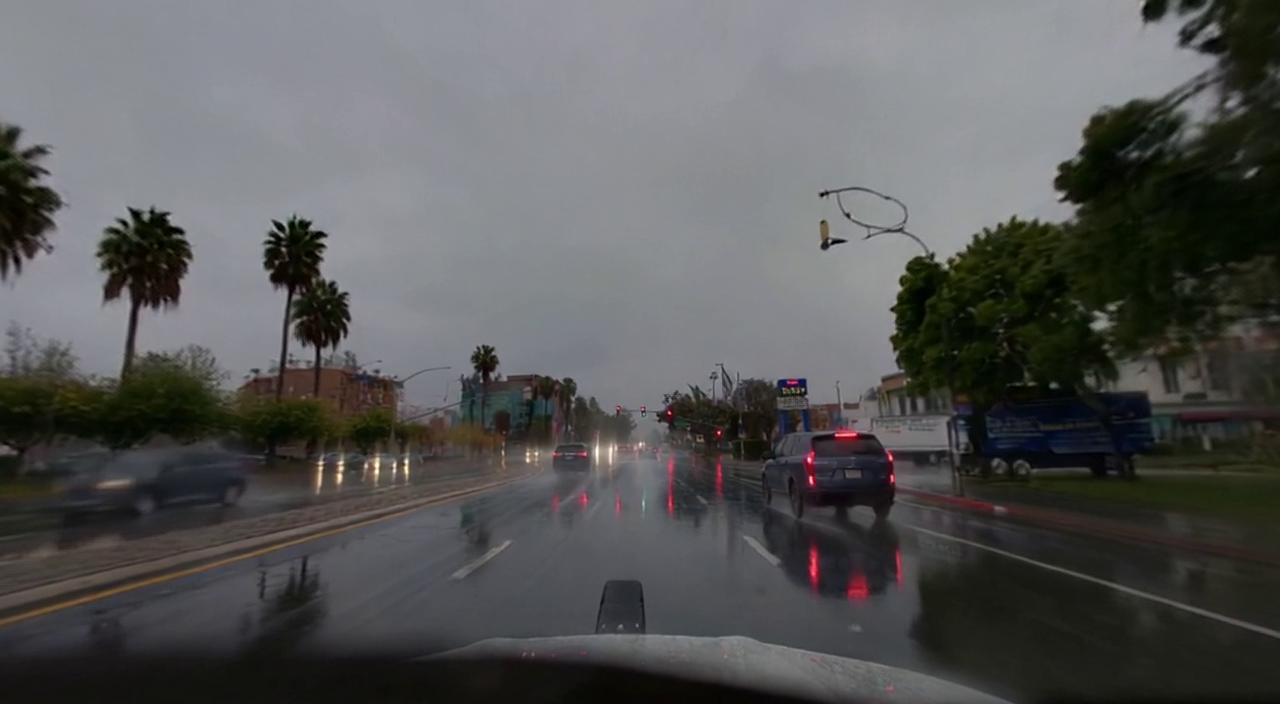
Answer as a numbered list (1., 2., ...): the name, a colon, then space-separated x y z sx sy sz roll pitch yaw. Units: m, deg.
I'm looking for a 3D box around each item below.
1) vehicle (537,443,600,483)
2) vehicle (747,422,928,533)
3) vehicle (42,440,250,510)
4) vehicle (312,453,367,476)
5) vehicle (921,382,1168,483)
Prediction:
1. vehicle: -2.800 4.436 25.511 2.034 1.498 3.995 0 -9 0
2. vehicle: 3.451 2.286 12.039 1.982 1.711 4.276 0 -9 -1
3. vehicle: -14.649 3.635 19.262 2.227 1.768 5.034 -1 -9 1
4. vehicle: -22.181 8.295 46.812 2.045 1.536 3.911 0 -9 2
5. vehicle: 14.640 2.979 23.263 7.195 3.468 2.597 0 -9 -3
